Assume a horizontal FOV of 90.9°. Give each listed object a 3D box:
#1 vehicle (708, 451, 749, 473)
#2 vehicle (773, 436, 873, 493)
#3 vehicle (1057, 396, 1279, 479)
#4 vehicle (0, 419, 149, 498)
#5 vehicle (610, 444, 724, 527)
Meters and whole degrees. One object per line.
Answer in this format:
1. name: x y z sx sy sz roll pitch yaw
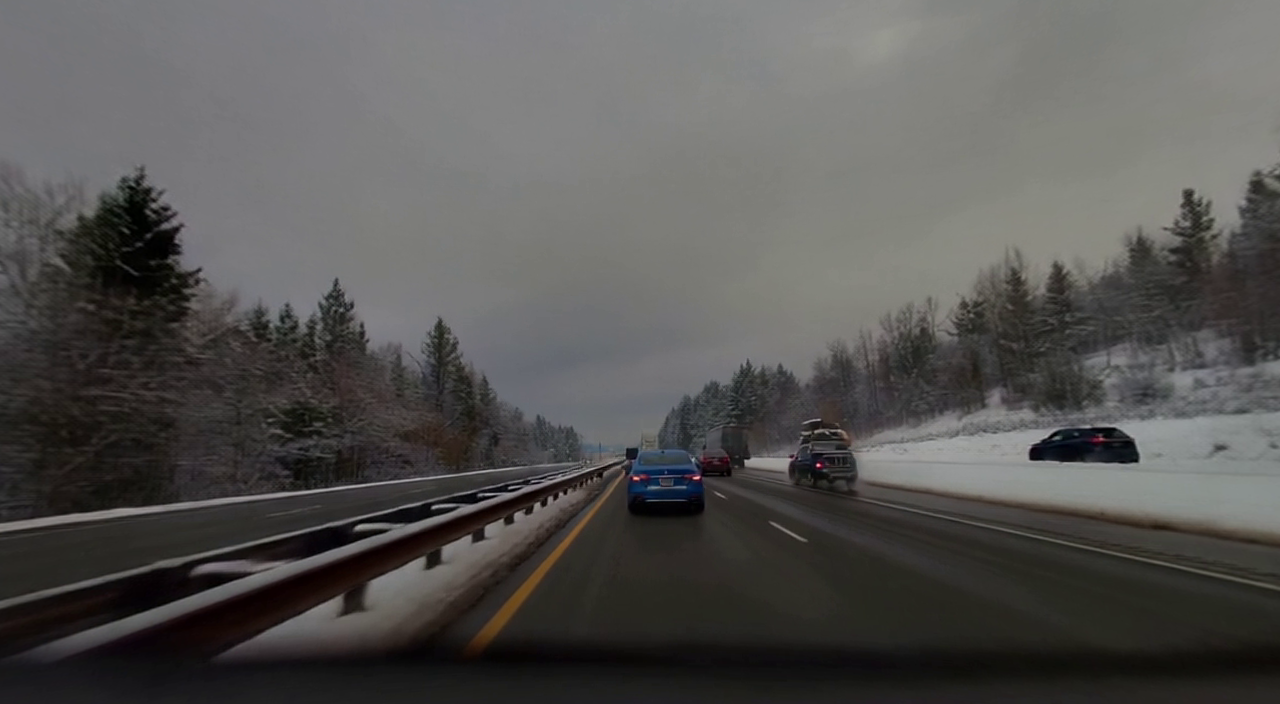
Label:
1. vehicle: 6.017 7.548 43.391 2.015 1.454 4.324 0 -9 -2
2. vehicle: 6.449 4.028 22.837 2.177 1.827 4.565 0 -9 -1
3. vehicle: 31.689 5.249 37.472 2.822 3.996 14.073 1 -9 -7
4. vehicle: -33.395 6.174 36.871 2.902 3.981 7.819 -3 -8 0
5. vehicle: 0.476 2.737 13.449 2.076 1.485 3.774 0 -9 0
